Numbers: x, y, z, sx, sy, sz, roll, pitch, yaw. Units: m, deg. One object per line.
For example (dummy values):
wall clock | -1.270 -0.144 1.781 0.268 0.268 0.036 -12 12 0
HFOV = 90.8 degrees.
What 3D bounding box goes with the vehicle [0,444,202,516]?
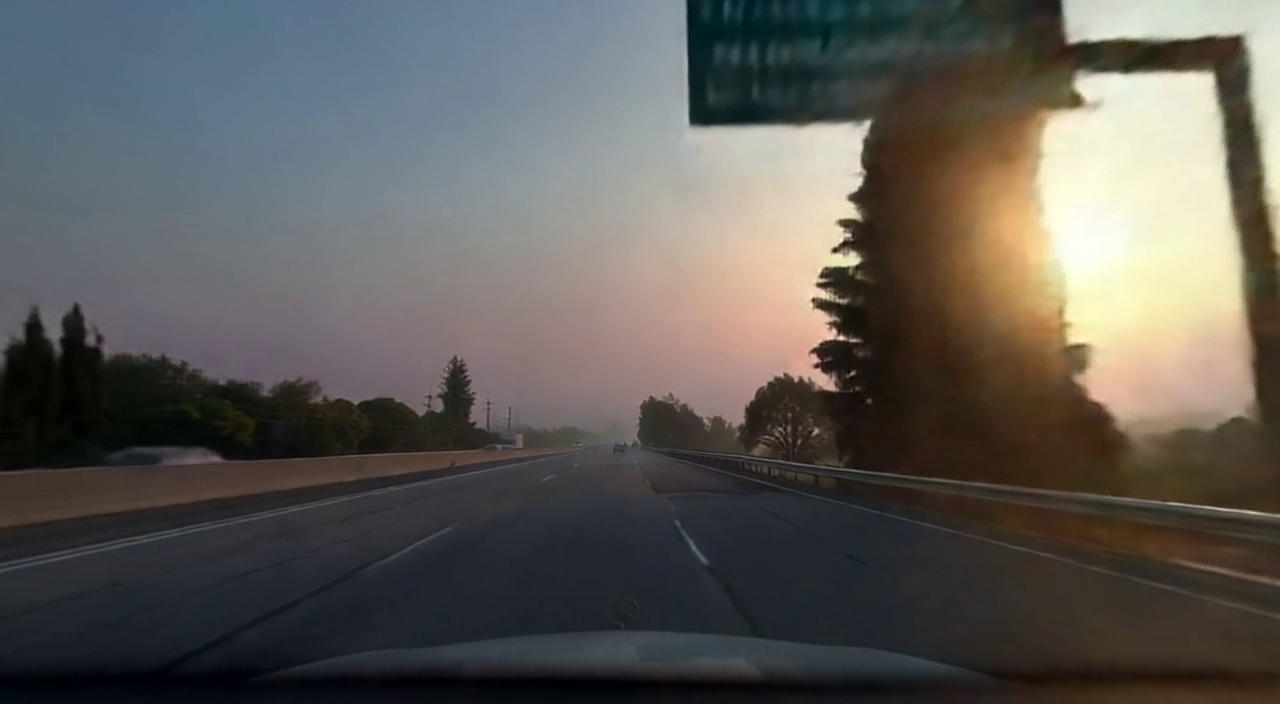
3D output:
vehicle | -13.458 3.069 15.669 1.982 1.480 4.549 0 -9 -2
